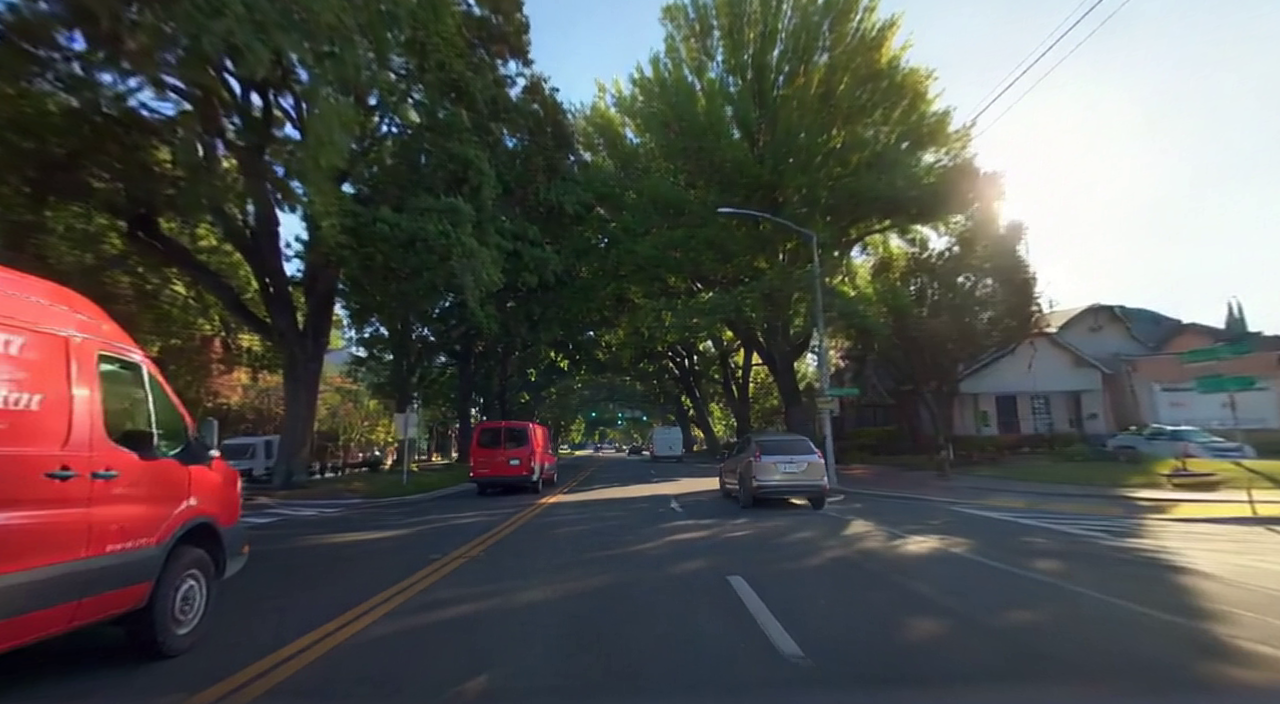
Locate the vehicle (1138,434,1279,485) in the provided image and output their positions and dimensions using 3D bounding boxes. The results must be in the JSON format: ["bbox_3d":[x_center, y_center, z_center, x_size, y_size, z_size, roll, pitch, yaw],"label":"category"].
[{"bbox_3d":[18.617,3.374,20.099,4.210,1.480,1.922,1,-9,-10],"label":"vehicle"}]

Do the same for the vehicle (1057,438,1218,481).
[{"bbox_3d":[18.034,3.873,23.009,4.459,1.467,2.059,2,-8,-11],"label":"vehicle"}]

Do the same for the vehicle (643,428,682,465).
[{"bbox_3d":[1.583,7.087,47.328,2.397,2.566,5.324,0,-9,-3],"label":"vehicle"}]

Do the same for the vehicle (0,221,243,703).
[{"bbox_3d":[-3.404,0.403,0.712,2.269,2.190,5.680,1,-8,-1],"label":"vehicle"}]

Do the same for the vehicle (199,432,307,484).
[{"bbox_3d":[-23.189,6.395,38.357,2.408,2.860,6.627,0,-9,-1],"label":"vehicle"}]

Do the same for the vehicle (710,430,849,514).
[{"bbox_3d":[3.054,2.750,15.011,2.087,1.658,4.612,0,-9,-2],"label":"vehicle"}]

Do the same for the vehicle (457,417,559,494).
[{"bbox_3d":[-4.175,3.392,20.919,2.420,2.227,4.499,0,-9,-1],"label":"vehicle"}]
